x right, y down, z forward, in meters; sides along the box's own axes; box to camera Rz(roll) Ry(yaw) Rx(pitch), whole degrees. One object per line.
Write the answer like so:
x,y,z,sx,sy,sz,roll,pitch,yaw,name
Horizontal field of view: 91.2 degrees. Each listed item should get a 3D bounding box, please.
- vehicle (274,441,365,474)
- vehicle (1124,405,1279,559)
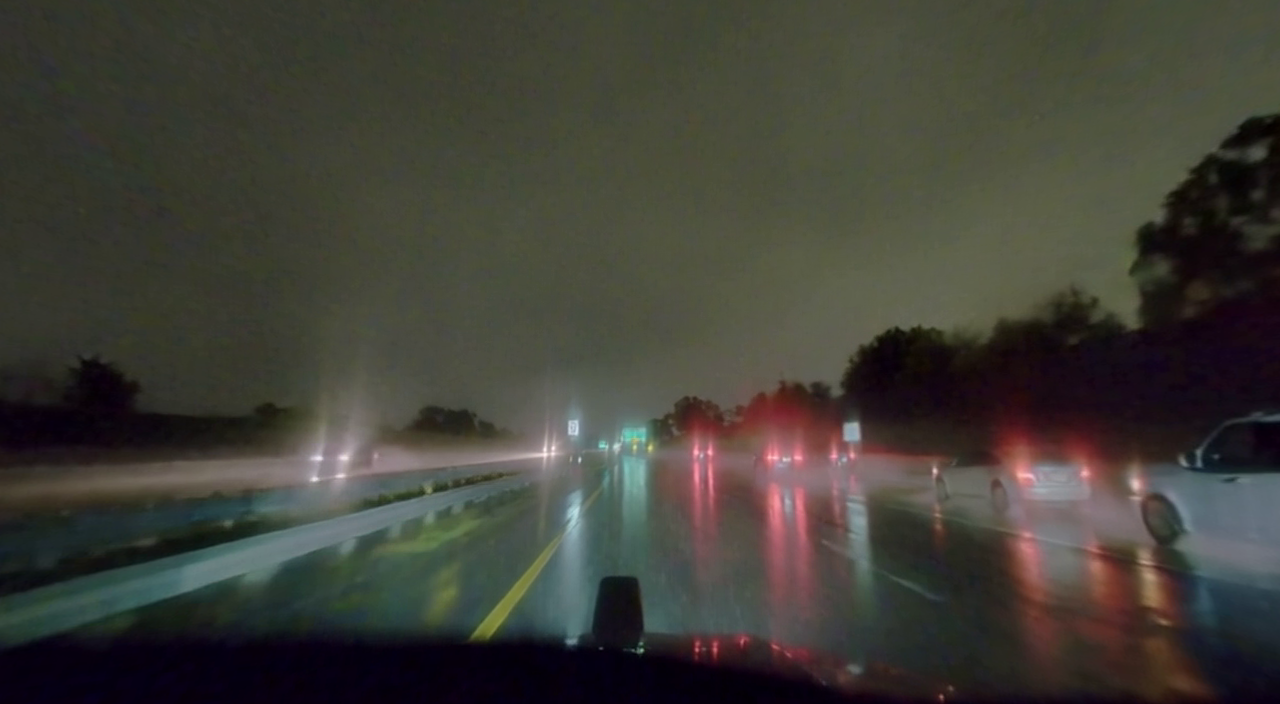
-16.083,5.307,31.784,2.086,1.528,4.789,-1,-9,0,vehicle
8.101,1.428,6.919,1.994,1.696,4.264,0,-9,-1,vehicle
